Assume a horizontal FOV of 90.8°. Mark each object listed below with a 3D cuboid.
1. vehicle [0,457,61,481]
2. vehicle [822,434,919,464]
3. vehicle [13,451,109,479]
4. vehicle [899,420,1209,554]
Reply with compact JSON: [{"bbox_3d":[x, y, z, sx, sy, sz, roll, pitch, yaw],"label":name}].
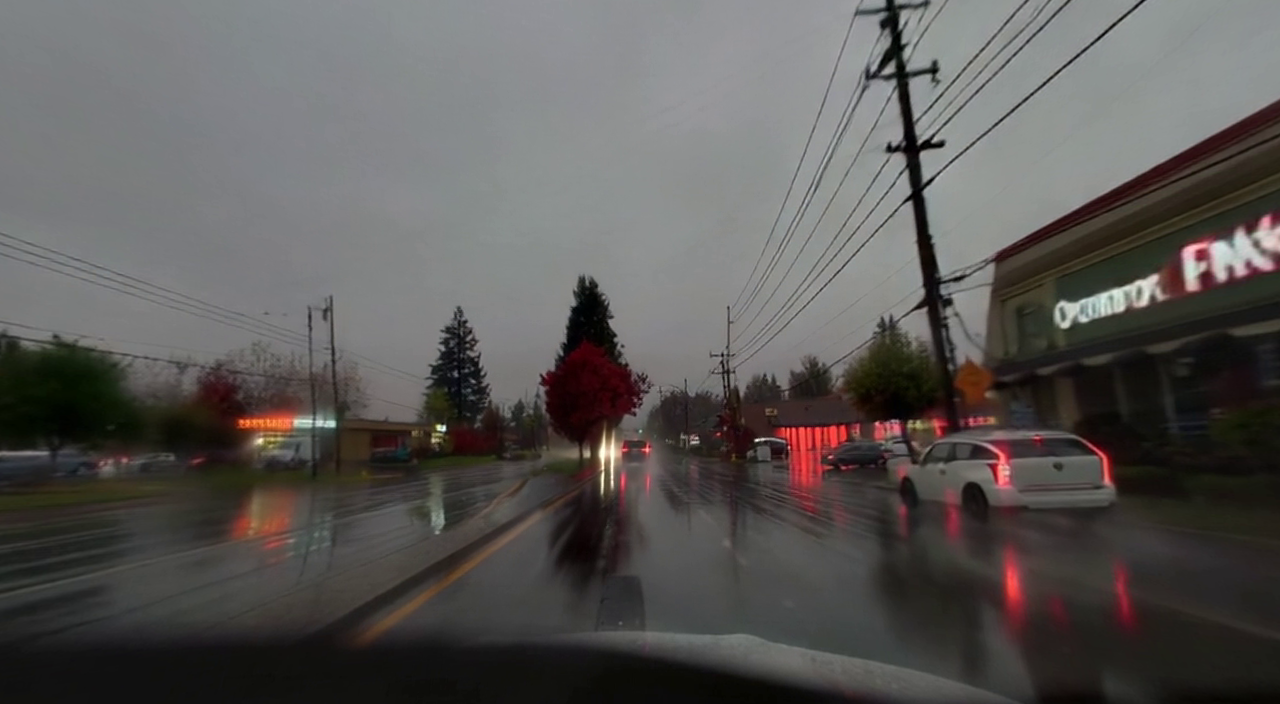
[{"bbox_3d":[-40.662,7.532,40.551,4.692,1.445,1.922,1,-9,-10],"label":"vehicle"},{"bbox_3d":[16.535,6.979,45.466,5.990,1.834,2.262,-2,-8,-5],"label":"vehicle"},{"bbox_3d":[-41.924,8.162,45.839,4.738,1.734,1.970,-1,-8,-9],"label":"vehicle"},{"bbox_3d":[6.242,2.067,10.388,1.995,1.705,4.434,0,-9,-1],"label":"vehicle"}]
